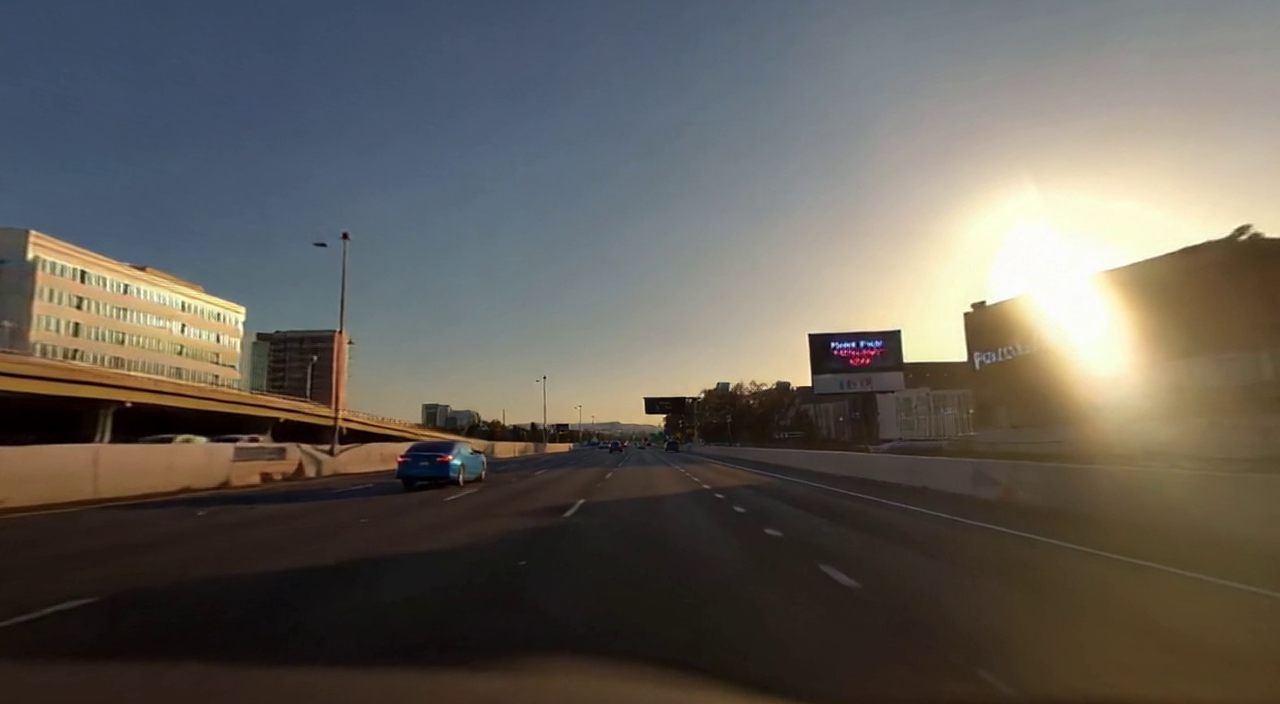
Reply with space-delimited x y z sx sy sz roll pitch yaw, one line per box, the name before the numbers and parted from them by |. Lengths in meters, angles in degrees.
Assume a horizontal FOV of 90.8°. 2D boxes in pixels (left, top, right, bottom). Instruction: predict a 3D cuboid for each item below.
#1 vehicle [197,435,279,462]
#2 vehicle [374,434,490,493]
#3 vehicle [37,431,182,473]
vehicle | -25.316 6.104 40.023 1.960 1.625 4.816 0 -8 0
vehicle | -6.025 3.267 18.889 1.990 1.529 4.288 0 -8 0
vehicle | -22.312 4.231 26.903 1.978 1.616 4.835 0 -8 0
